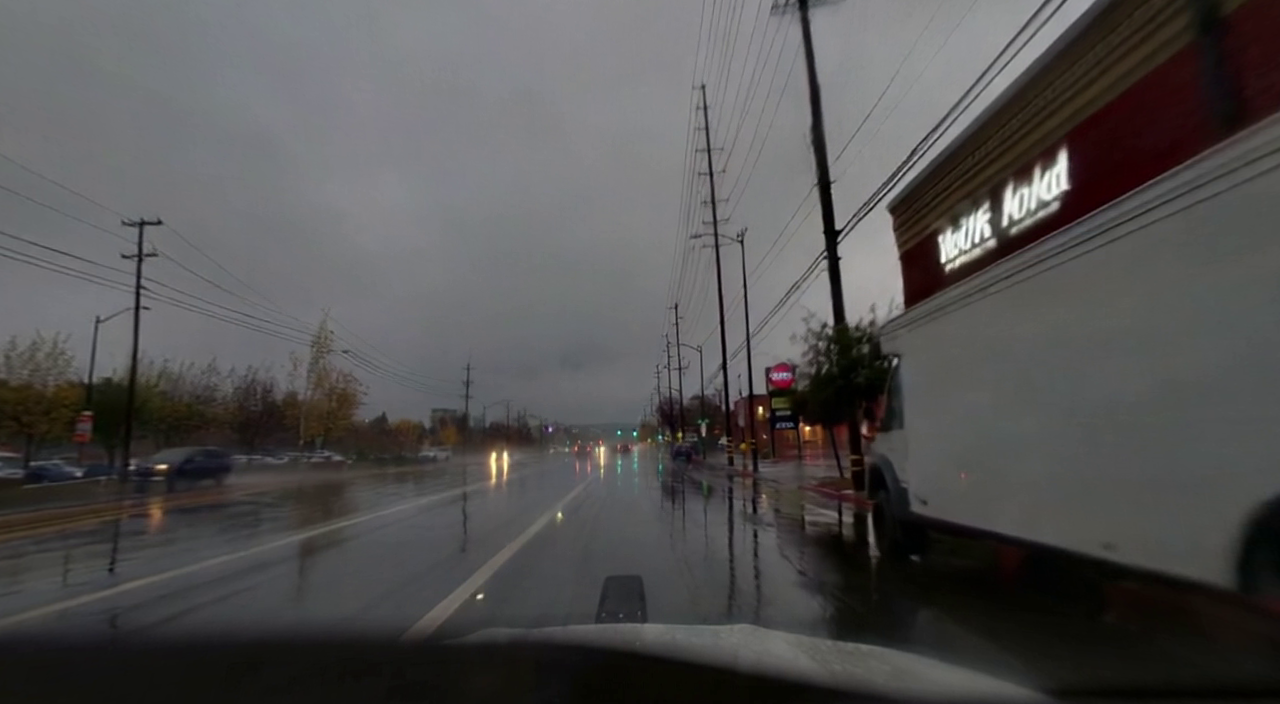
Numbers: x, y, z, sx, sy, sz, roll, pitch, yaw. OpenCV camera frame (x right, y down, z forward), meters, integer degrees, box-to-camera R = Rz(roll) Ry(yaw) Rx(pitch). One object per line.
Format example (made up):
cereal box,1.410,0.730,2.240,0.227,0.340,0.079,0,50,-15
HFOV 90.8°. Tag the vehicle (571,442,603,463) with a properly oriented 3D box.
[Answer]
vehicle,-3.937,7.624,47.901,2.179,1.490,4.742,0,-9,-2

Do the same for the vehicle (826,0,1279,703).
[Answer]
vehicle,3.874,0.300,3.958,3.089,3.207,7.611,0,-9,0

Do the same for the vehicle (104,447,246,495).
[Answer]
vehicle,-18.511,4.715,25.514,2.144,1.725,4.716,0,-9,0
